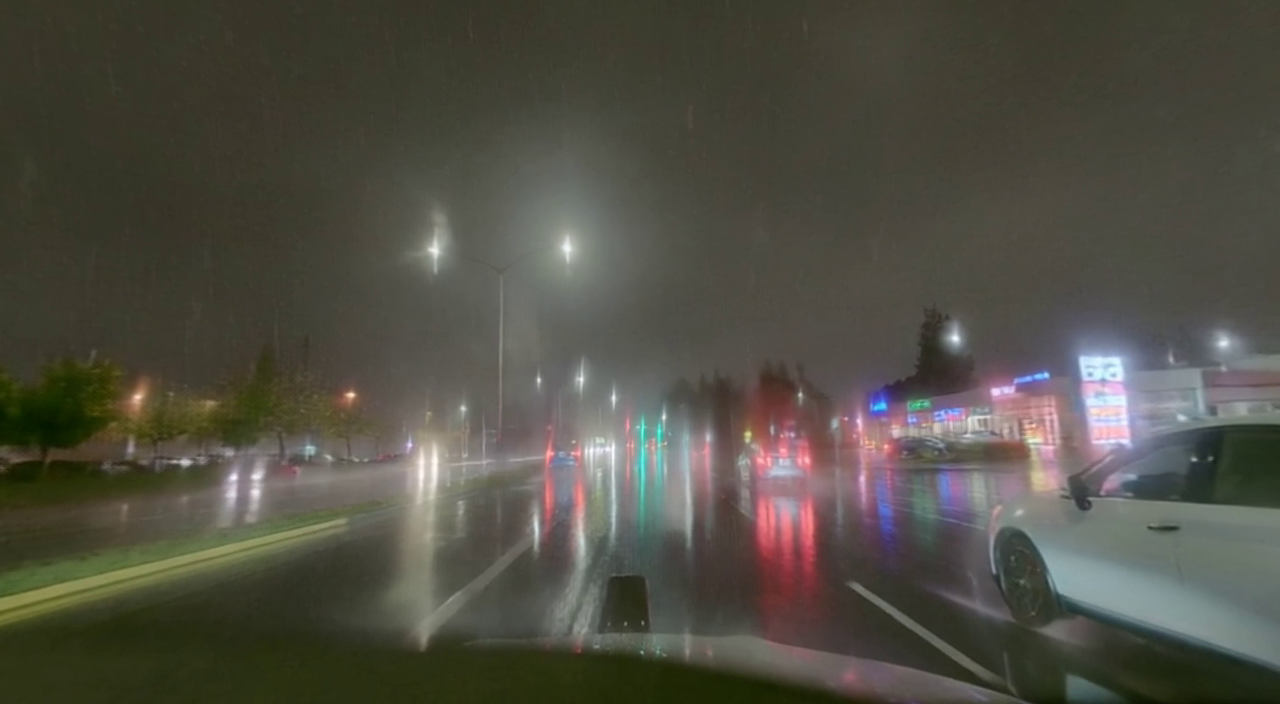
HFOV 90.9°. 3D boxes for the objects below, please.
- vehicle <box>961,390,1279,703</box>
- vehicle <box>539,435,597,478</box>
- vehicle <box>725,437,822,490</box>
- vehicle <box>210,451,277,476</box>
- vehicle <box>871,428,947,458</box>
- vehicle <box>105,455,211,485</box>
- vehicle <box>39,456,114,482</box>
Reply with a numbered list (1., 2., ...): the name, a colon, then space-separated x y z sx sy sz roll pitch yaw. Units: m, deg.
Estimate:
1. vehicle: 3.599 0.931 2.734 1.976 1.491 4.714 0 -8 1
2. vehicle: -3.096 4.610 27.995 1.981 1.731 4.360 0 -8 1
3. vehicle: 4.141 3.539 20.400 2.036 1.480 4.659 0 -8 -1
4. vehicle: -30.726 8.641 49.001 1.925 1.776 4.722 -1 -8 4
5. vehicle: 20.796 7.079 49.215 2.705 2.011 7.332 -3 -8 1
6. vehicle: -29.153 7.090 38.242 1.998 1.623 4.681 -8 -11 41
7. vehicle: -43.765 9.067 49.120 1.895 1.764 4.510 0 -8 -5
